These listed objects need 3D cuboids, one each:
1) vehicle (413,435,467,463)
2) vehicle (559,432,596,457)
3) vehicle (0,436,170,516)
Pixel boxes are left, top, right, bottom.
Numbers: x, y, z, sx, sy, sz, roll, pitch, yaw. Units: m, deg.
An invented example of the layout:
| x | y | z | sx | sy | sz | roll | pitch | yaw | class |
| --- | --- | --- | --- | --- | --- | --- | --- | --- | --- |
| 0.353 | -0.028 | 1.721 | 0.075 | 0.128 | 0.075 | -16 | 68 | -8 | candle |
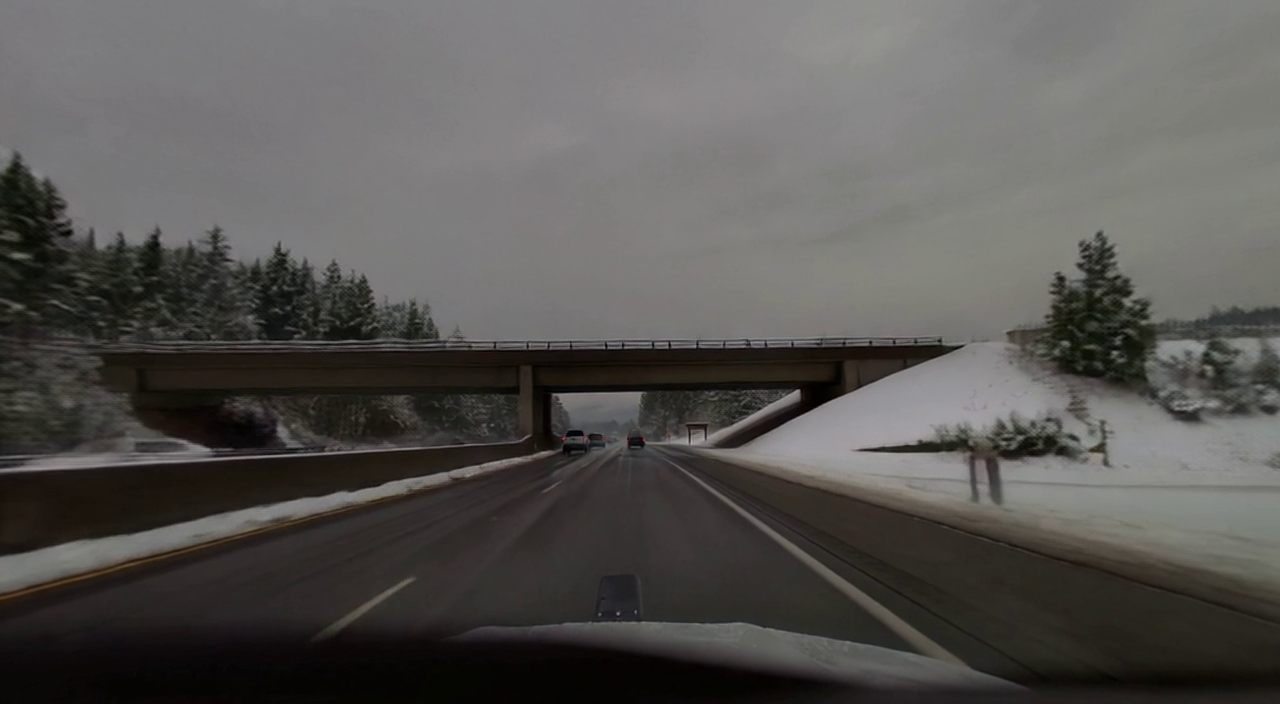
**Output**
| x | y | z | sx | sy | sz | roll | pitch | yaw | class |
| --- | --- | --- | --- | --- | --- | --- | --- | --- | --- |
| -12.901 | 6.291 | 40.927 | 1.877 | 1.696 | 5.004 | 0 | -8 | 0 | vehicle |
| -4.266 | 6.398 | 43.673 | 2.169 | 1.588 | 4.264 | 0 | -8 | 0 | vehicle |
| -12.416 | 2.545 | 13.470 | 1.725 | 1.446 | 3.914 | 0 | -8 | -1 | vehicle |
